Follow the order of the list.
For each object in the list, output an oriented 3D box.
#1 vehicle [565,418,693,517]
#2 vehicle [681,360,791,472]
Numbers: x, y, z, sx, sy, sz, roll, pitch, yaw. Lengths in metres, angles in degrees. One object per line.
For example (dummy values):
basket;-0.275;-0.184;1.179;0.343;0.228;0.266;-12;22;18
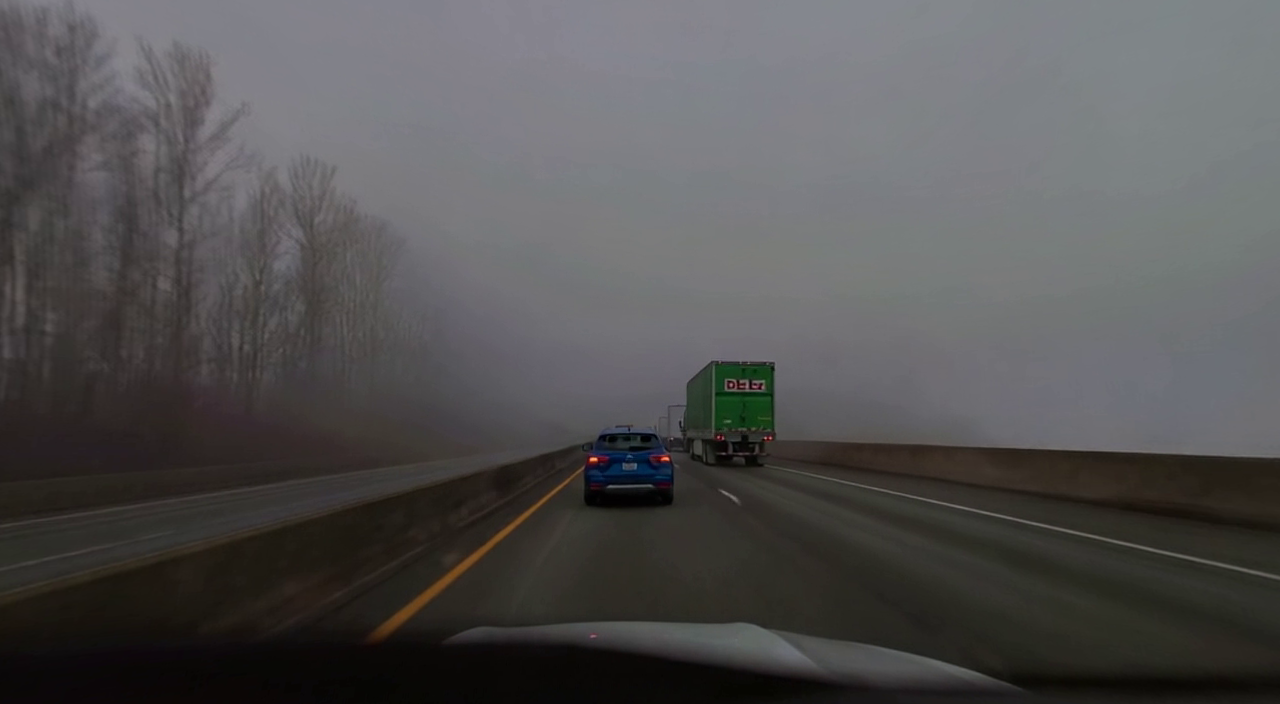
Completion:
vehicle;-0.211;2.128;12.130;2.062;1.581;3.914;0;-8;-1
vehicle;3.606;2.818;26.306;2.835;3.872;8.916;0;-8;-2
